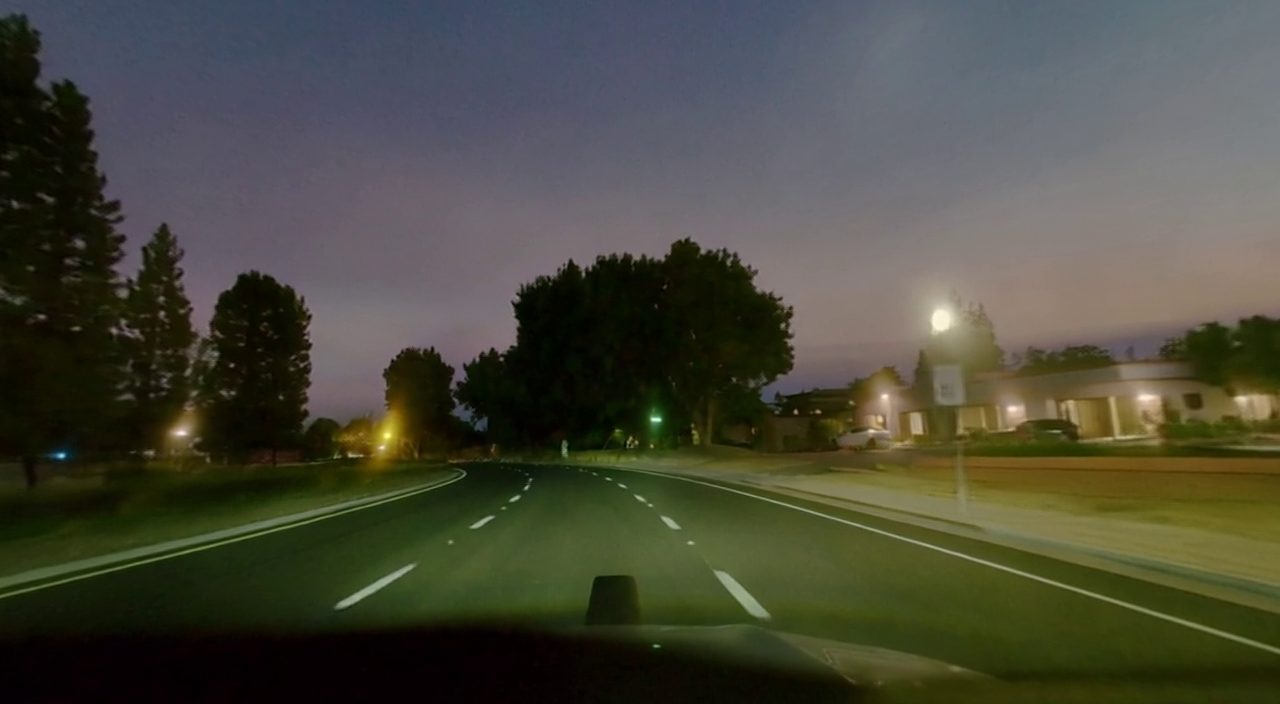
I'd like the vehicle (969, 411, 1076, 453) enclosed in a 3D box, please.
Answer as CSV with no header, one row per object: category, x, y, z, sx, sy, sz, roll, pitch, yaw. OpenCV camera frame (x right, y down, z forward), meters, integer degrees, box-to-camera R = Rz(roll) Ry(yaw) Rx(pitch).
vehicle,18.854,3.981,31.096,4.802,1.900,2.373,5,-10,-31

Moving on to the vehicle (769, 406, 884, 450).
vehicle,12.917,5.476,44.548,2.757,2.765,7.526,6,-11,-36
